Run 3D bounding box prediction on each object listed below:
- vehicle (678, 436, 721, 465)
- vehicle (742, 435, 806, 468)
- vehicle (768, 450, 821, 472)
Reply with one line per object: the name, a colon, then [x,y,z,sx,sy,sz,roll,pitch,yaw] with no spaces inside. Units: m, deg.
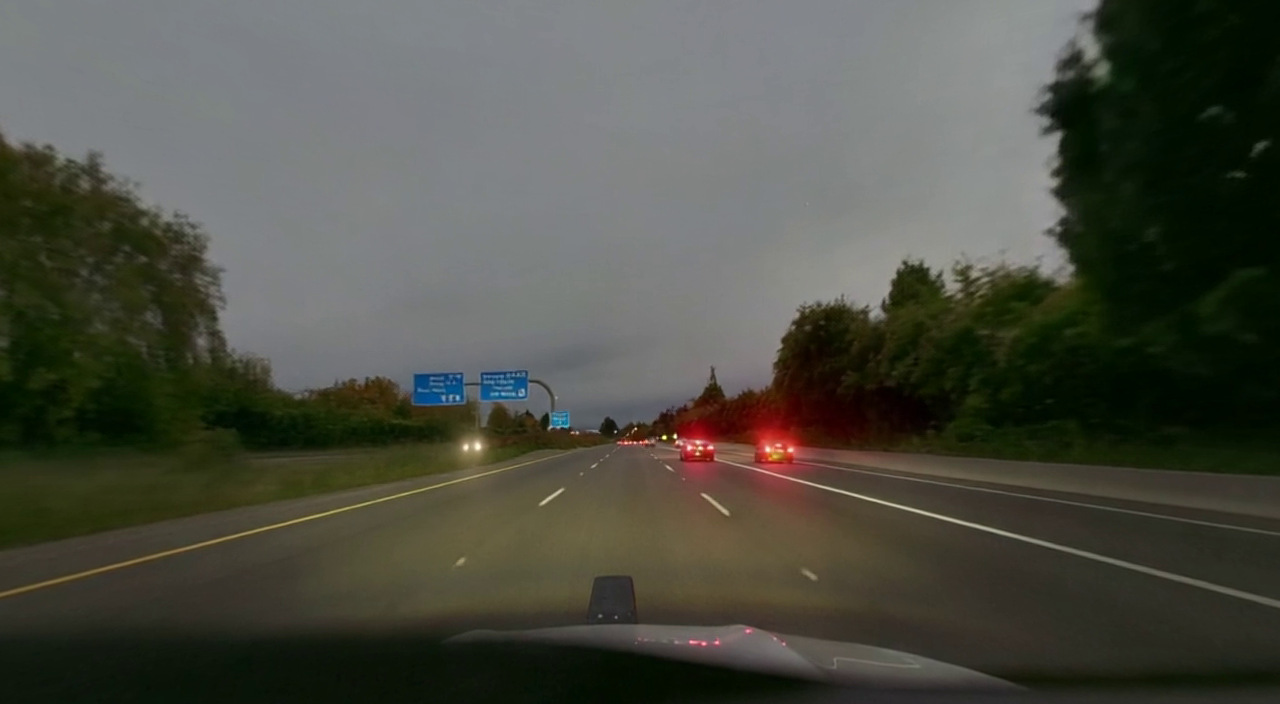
vehicle: [3.140,5.250,33.972,1.819,1.468,3.770,0,-8,-2]
vehicle: [6.613,4.920,31.624,2.003,1.522,4.940,0,-8,-2]
vehicle: [6.751,4.766,27.729,1.535,0.862,2.814,0,-8,-2]
